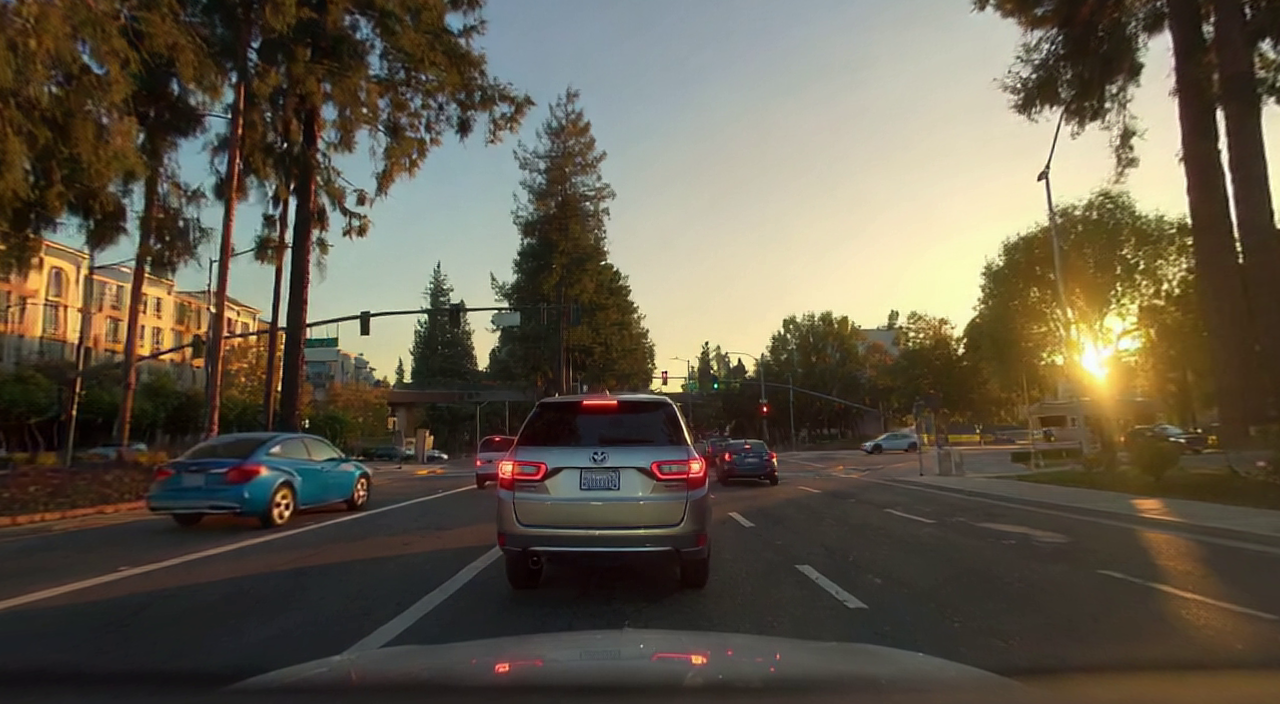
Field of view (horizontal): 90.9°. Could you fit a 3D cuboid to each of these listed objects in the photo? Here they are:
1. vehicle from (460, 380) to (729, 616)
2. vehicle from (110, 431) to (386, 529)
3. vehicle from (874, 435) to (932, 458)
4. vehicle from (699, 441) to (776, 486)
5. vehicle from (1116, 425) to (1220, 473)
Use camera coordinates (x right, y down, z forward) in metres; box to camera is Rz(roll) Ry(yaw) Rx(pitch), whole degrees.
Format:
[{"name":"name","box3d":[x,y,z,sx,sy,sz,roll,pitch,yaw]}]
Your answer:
[{"name":"vehicle","box3d":[-0.345,1.440,7.096,2.064,1.817,4.298,0,-8,0]},{"name":"vehicle","box3d":[-6.975,2.320,12.103,2.060,1.473,4.950,0,-8,1]},{"name":"vehicle","box3d":[20.003,7.201,47.919,4.361,1.653,2.034,6,-10,-35]},{"name":"vehicle","box3d":[3.337,3.898,22.383,2.104,1.441,4.240,0,-8,1]},{"name":"vehicle","box3d":[19.243,3.512,22.929,4.215,1.578,1.892,7,-11,-37]}]
